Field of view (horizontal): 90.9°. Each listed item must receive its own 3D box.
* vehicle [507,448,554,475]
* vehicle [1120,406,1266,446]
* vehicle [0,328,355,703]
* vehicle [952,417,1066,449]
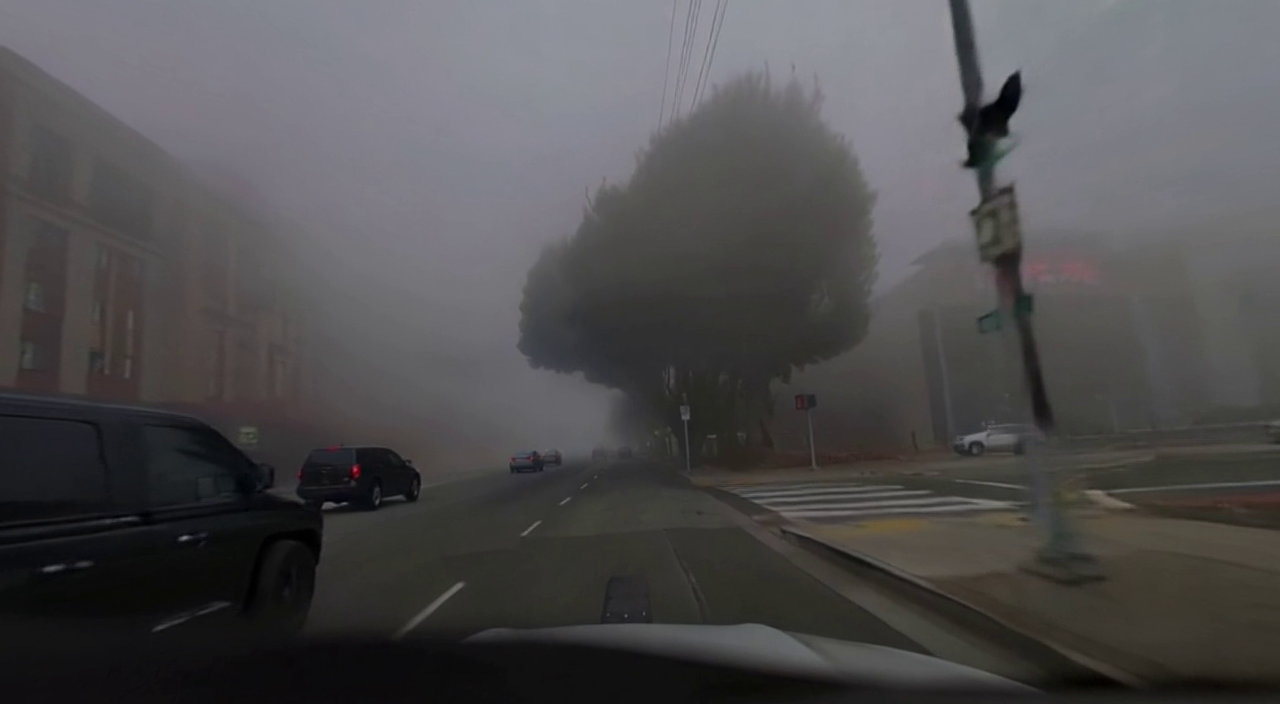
[{"bbox_3d":[-6.657,6.708,38.780,2.030,1.488,4.650,-1,-9,0],"label":"vehicle"},{"bbox_3d":[22.689,3.148,26.171,1.787,1.409,4.798,-1,-9,1],"label":"vehicle"},{"bbox_3d":[-3.416,0.862,2.575,2.277,1.743,4.893,0,-9,-1],"label":"vehicle"},{"bbox_3d":[18.894,4.197,32.413,4.573,1.532,1.983,0,-9,-1],"label":"vehicle"}]
